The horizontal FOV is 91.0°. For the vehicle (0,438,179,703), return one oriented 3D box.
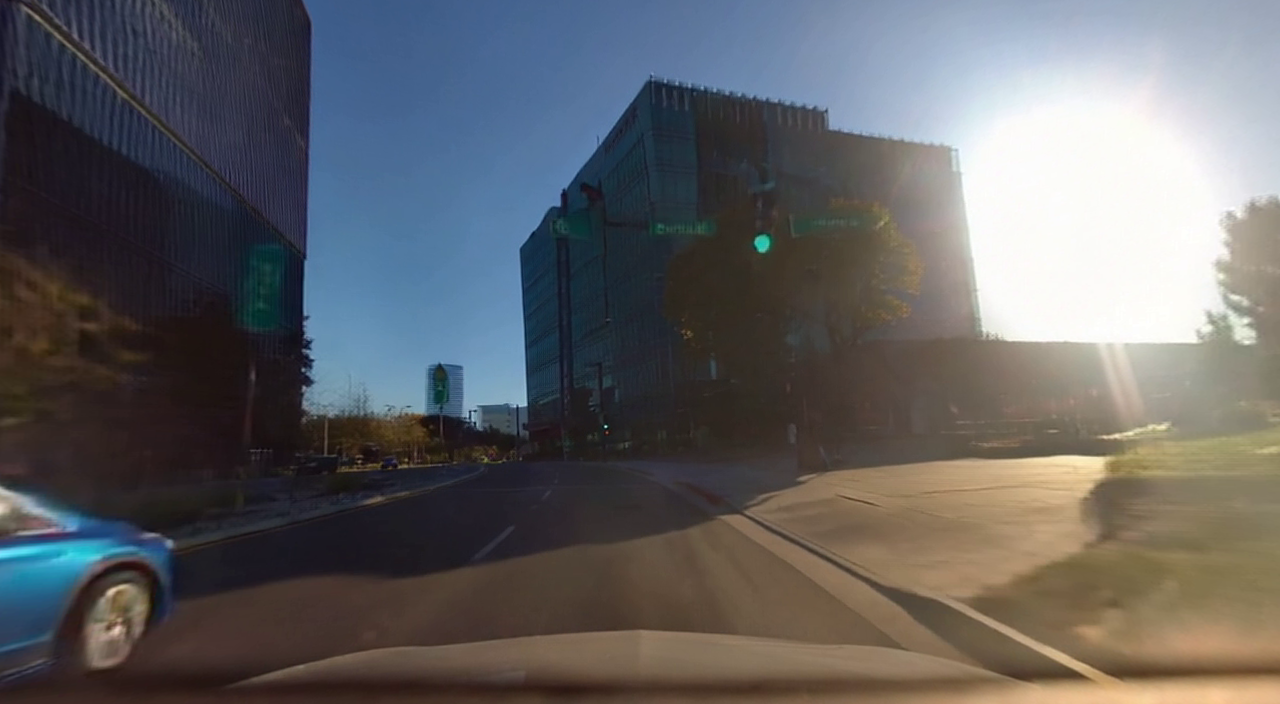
[{"bbox_3d":[-4.568,1.066,2.475,2.045,1.479,4.616,0,-9,-1],"label":"vehicle"}]
